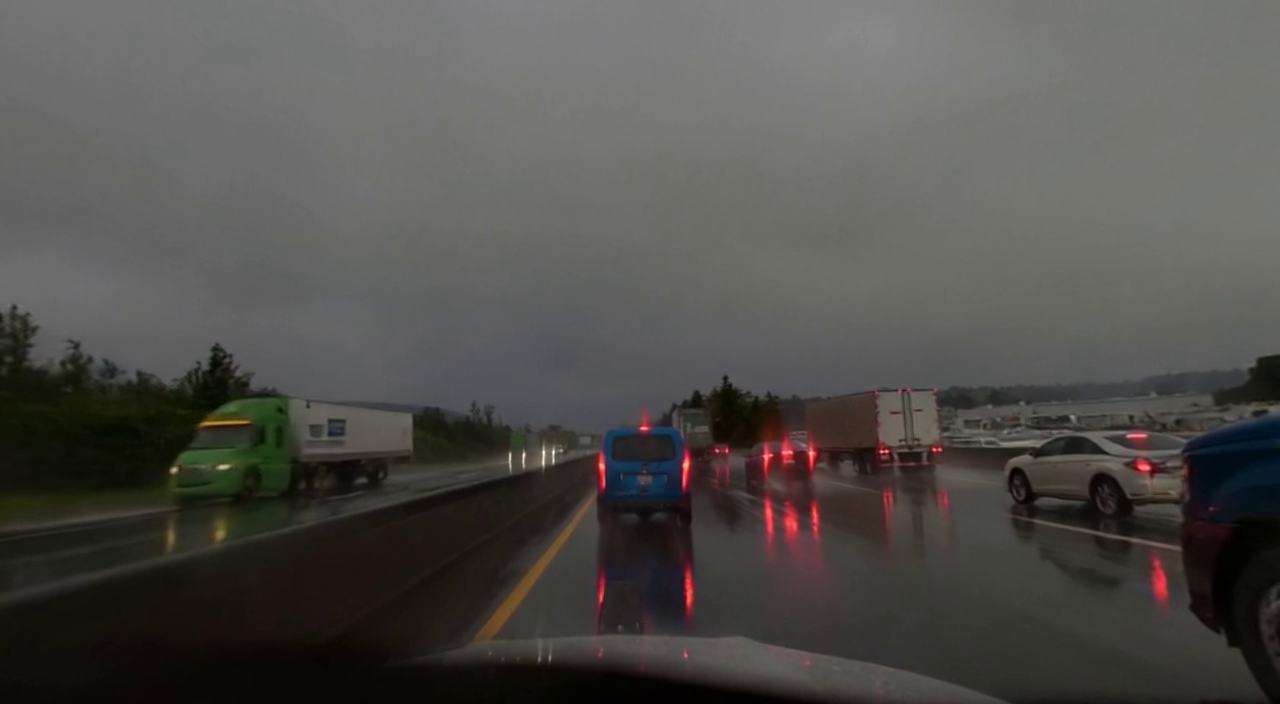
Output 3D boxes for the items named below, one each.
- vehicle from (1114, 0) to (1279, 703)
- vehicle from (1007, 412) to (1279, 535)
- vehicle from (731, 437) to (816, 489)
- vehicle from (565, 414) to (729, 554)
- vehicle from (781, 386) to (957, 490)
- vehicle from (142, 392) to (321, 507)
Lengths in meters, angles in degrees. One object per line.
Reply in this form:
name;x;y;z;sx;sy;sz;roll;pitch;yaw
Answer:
vehicle;4.219;-0.361;0.368;2.987;3.877;5.881;0;-9;0
vehicle;8.604;1.989;10.789;1.913;1.652;4.384;-1;-9;1
vehicle;4.207;3.565;20.358;1.859;1.512;3.711;0;-9;-1
vehicle;0.102;1.860;9.331;1.965;1.664;3.428;-1;-9;1
vehicle;8.257;3.457;24.679;2.799;3.188;10.578;0;-9;-1
vehicle;-15.967;3.896;25.208;2.984;4.020;5.983;0;-9;0
